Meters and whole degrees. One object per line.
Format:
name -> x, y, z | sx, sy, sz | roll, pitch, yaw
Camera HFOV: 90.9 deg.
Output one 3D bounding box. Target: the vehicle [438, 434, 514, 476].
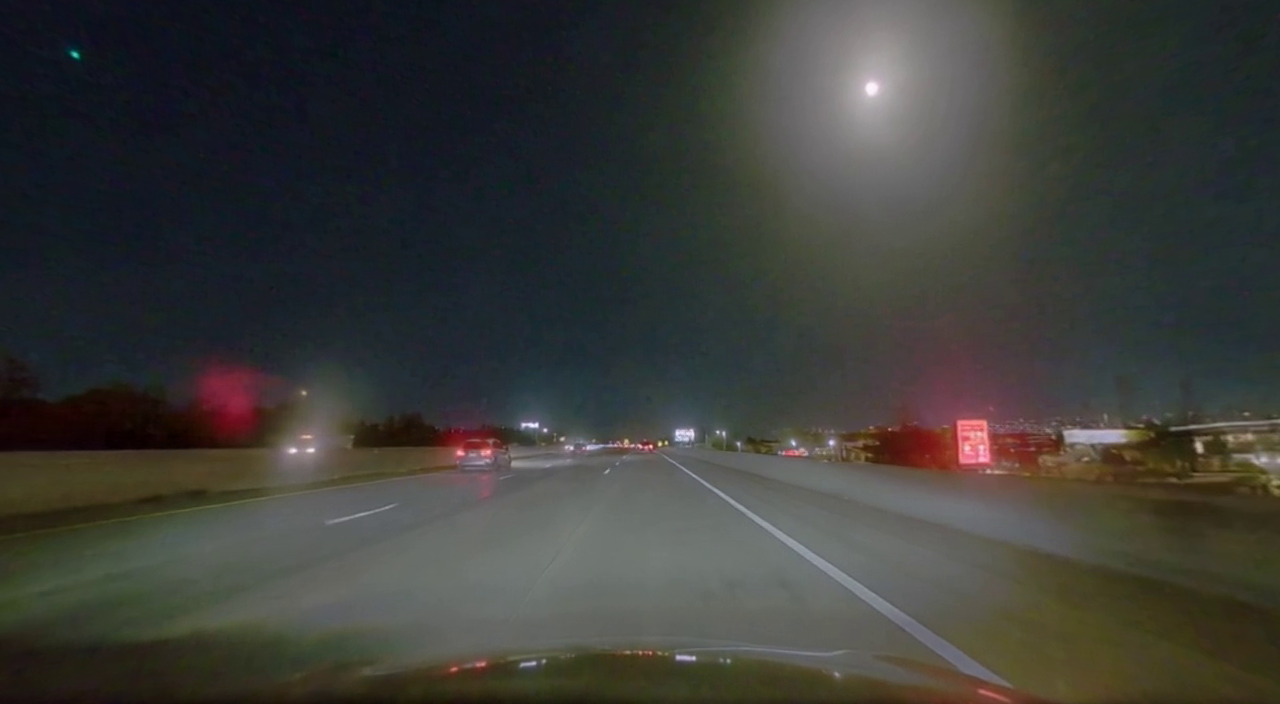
vehicle -> -7.125, 4.511, 27.888 | 2.088, 1.678, 4.426 | 0, -8, 1
